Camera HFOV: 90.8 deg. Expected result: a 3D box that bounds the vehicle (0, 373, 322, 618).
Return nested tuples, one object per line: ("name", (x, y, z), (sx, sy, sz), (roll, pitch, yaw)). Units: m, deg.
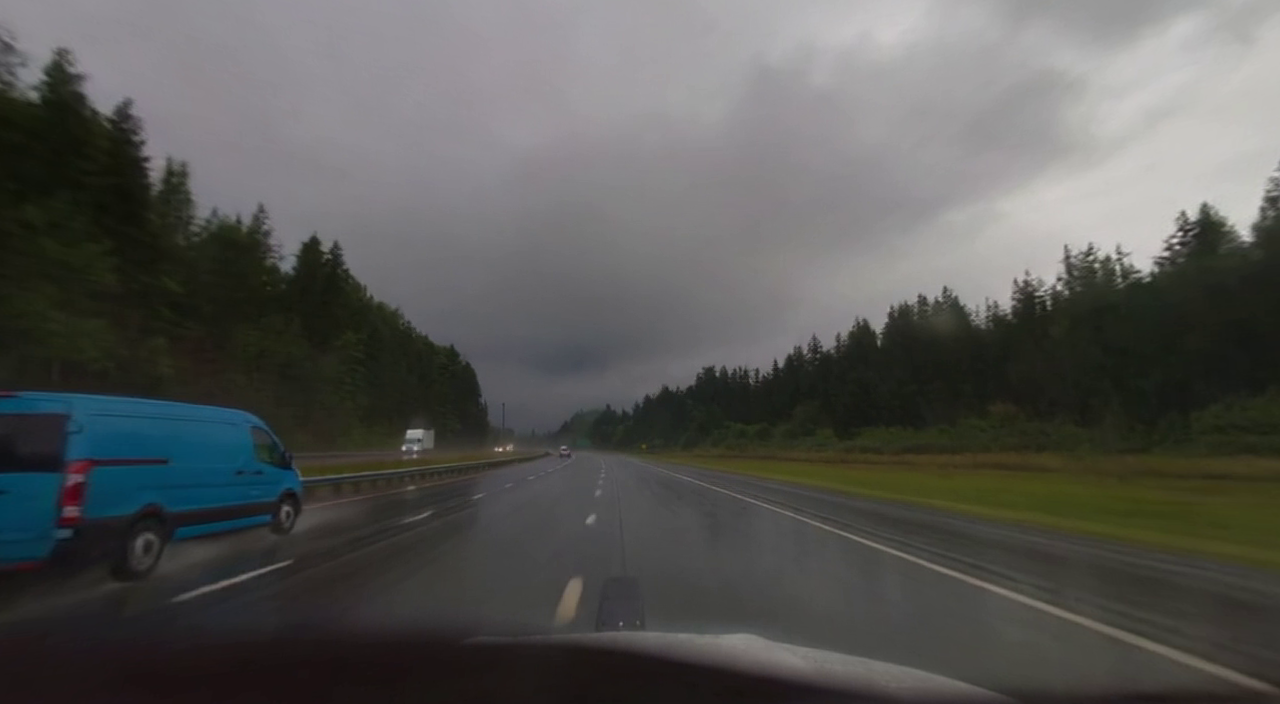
("vehicle", (-6.265, 1.584, 7.788), (2.197, 2.038, 4.919), (0, -9, -2))
